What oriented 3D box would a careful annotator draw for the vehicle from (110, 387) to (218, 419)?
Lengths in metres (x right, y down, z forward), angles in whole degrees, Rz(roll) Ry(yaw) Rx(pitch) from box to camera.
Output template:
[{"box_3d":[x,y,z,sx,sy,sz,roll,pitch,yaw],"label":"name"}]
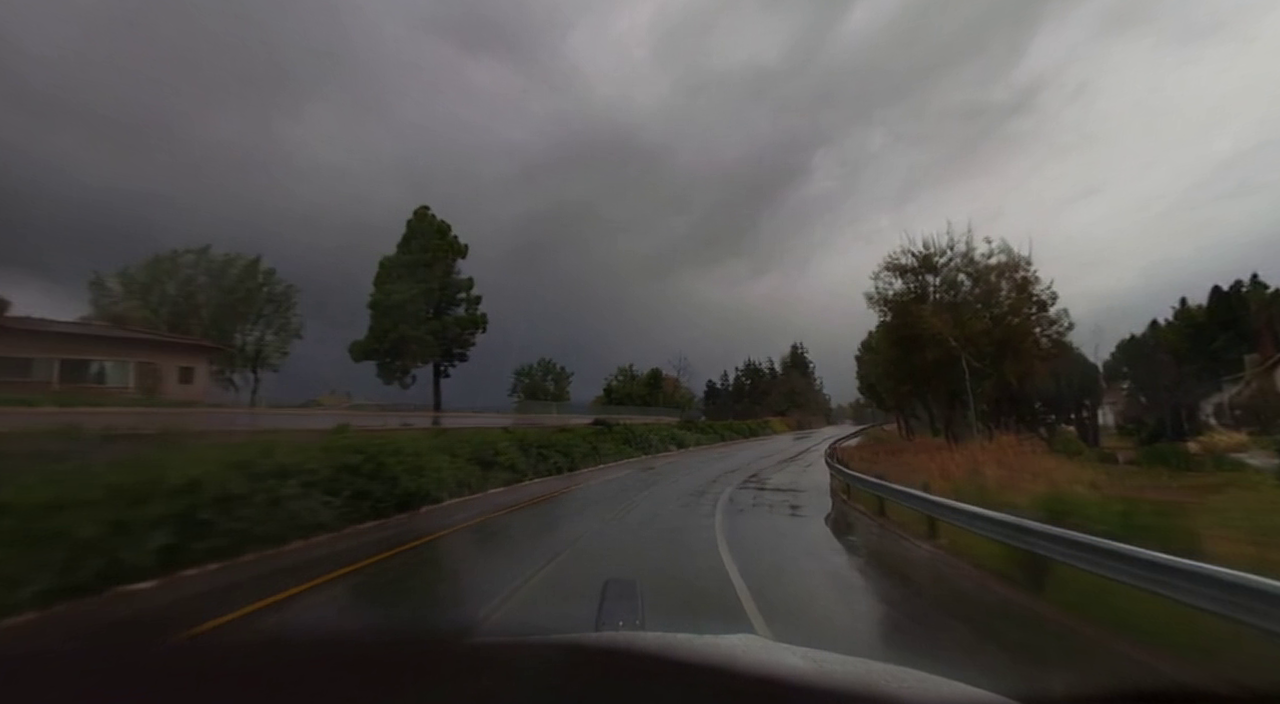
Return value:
[{"box_3d":[-34.696,3.789,46.071,2.424,2.051,5.709,-6,-8,28],"label":"vehicle"}]
